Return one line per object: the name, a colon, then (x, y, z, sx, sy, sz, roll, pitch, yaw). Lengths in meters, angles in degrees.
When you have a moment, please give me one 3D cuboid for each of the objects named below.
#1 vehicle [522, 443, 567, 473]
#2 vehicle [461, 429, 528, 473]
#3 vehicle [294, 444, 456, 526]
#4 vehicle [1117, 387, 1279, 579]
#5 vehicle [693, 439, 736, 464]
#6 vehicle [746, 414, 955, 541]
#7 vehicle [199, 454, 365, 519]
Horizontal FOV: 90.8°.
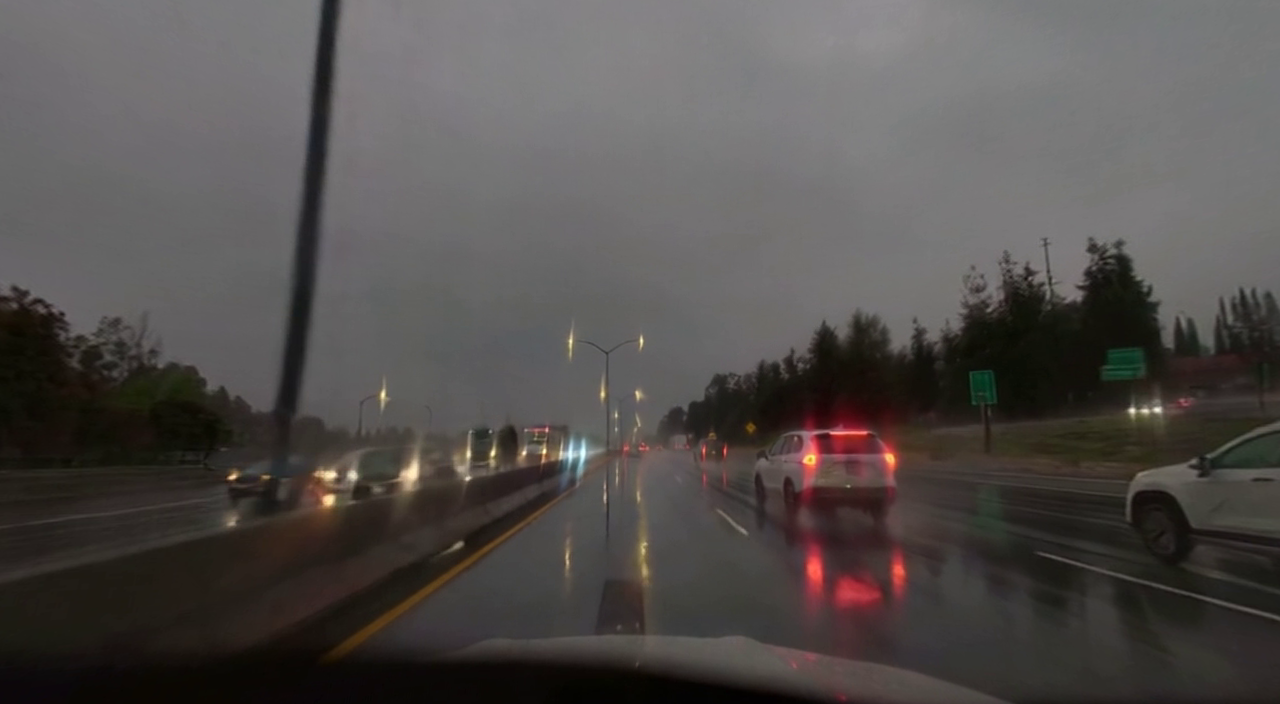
vehicle: (-5.732, 6.398, 38.372, 2.037, 1.700, 4.417, 0, -9, 0)
vehicle: (-9.472, 6.526, 41.772, 2.786, 2.696, 6.461, 0, -9, 1)
vehicle: (-5.609, 2.824, 14.002, 1.888, 1.532, 3.906, 0, -9, 0)
vehicle: (7.090, 1.152, 5.406, 2.040, 1.801, 4.959, 0, -9, -1)
vehicle: (5.803, 7.840, 49.921, 2.434, 1.869, 5.553, 0, -9, -3)
vehicle: (3.243, 2.039, 10.854, 2.059, 1.711, 4.302, 0, -9, 0)
vehicle: (-9.516, 3.562, 17.305, 1.993, 1.473, 4.387, 0, -9, 0)
